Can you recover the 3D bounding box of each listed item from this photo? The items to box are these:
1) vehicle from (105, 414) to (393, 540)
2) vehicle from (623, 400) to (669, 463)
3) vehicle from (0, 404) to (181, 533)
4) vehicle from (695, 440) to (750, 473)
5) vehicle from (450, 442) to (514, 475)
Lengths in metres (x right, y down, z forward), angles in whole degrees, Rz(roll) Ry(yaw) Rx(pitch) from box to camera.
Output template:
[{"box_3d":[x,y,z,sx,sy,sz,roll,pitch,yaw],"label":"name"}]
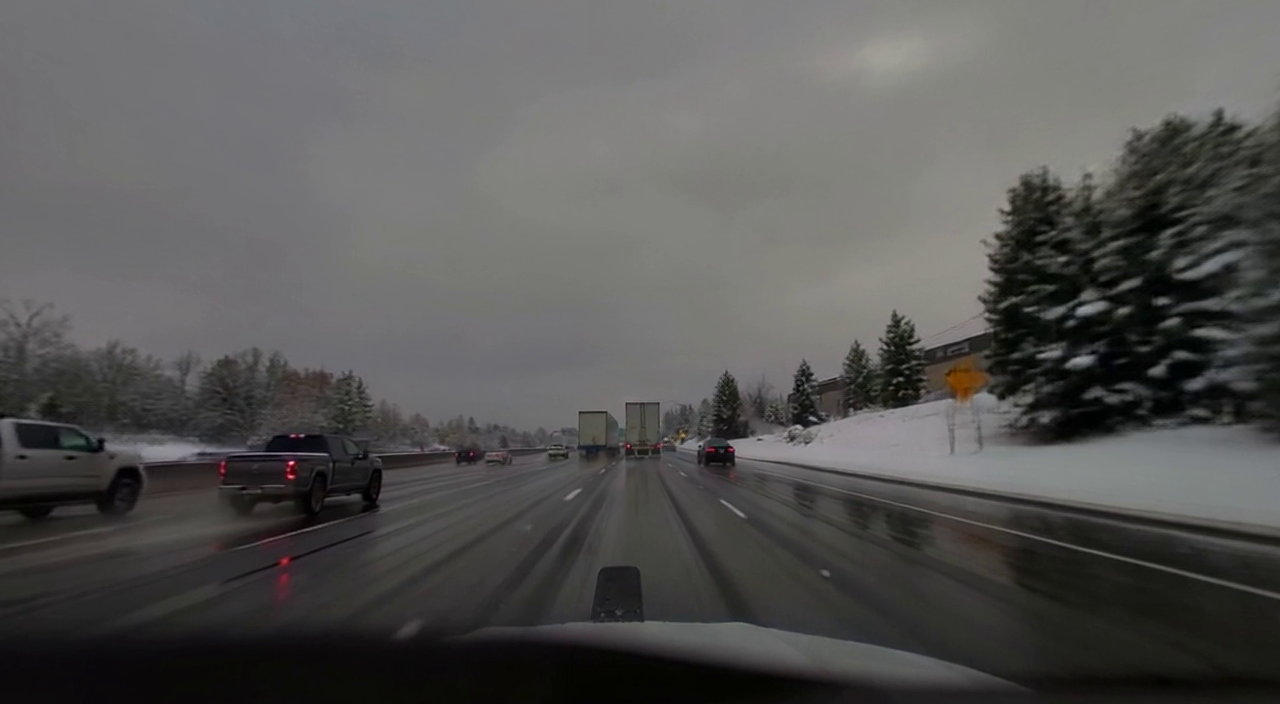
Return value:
[{"box_3d":[-6.396,2.085,11.149,2.122,1.754,4.379,0,-9,2],"label":"vehicle"},{"box_3d":[0.358,6.031,46.835,2.969,4.104,10.906,0,-9,0],"label":"vehicle"},{"box_3d":[-10.505,1.802,9.882,2.208,1.889,5.781,0,-9,1],"label":"vehicle"},{"box_3d":[3.944,5.086,30.910,2.006,1.452,4.246,0,-9,-1],"label":"vehicle"},{"box_3d":[-7.491,5.100,30.423,1.891,1.460,4.506,0,-9,1],"label":"vehicle"}]
